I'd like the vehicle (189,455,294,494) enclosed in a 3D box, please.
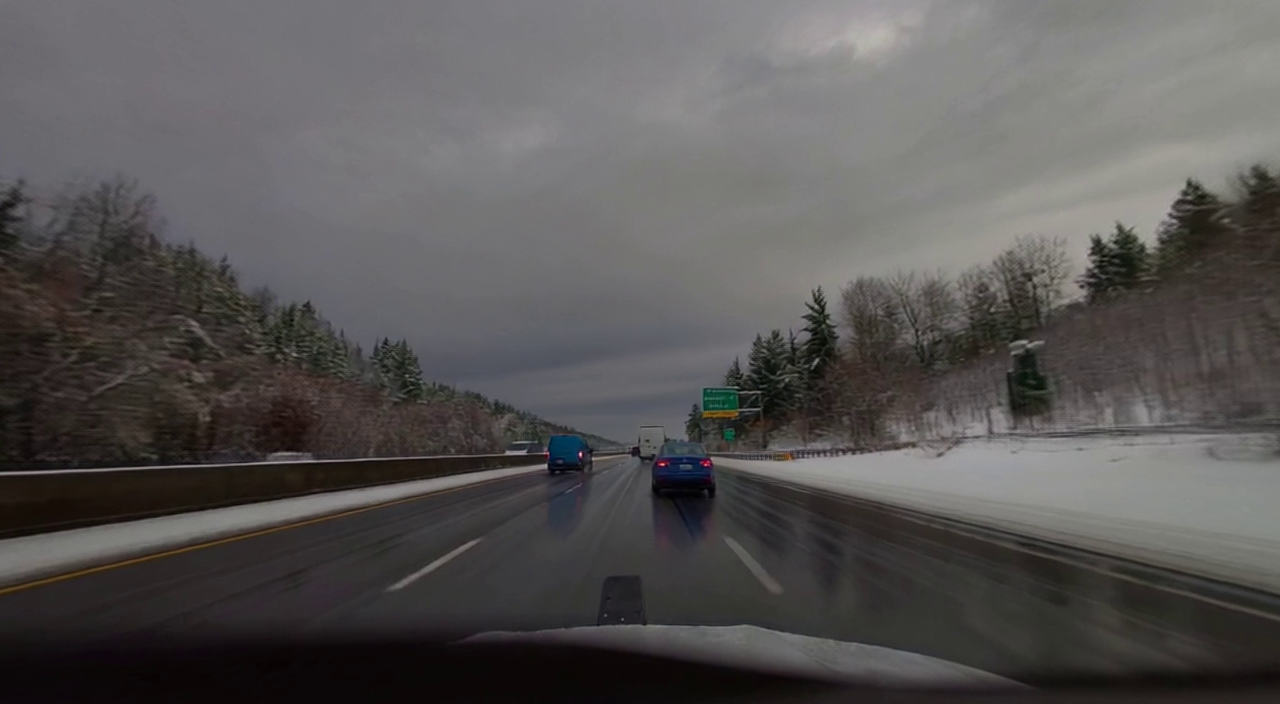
[{"bbox_3d":[-16.028,4.912,25.602,1.756,1.428,3.699,0,-9,1],"label":"vehicle"}]

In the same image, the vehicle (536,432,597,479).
[{"bbox_3d":[-3.432,5.006,30.629,2.217,2.033,4.975,0,-9,2],"label":"vehicle"}]

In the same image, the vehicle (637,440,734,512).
[{"bbox_3d":[0.939,2.877,15.029,2.012,1.485,3.649,0,-9,0],"label":"vehicle"}]
